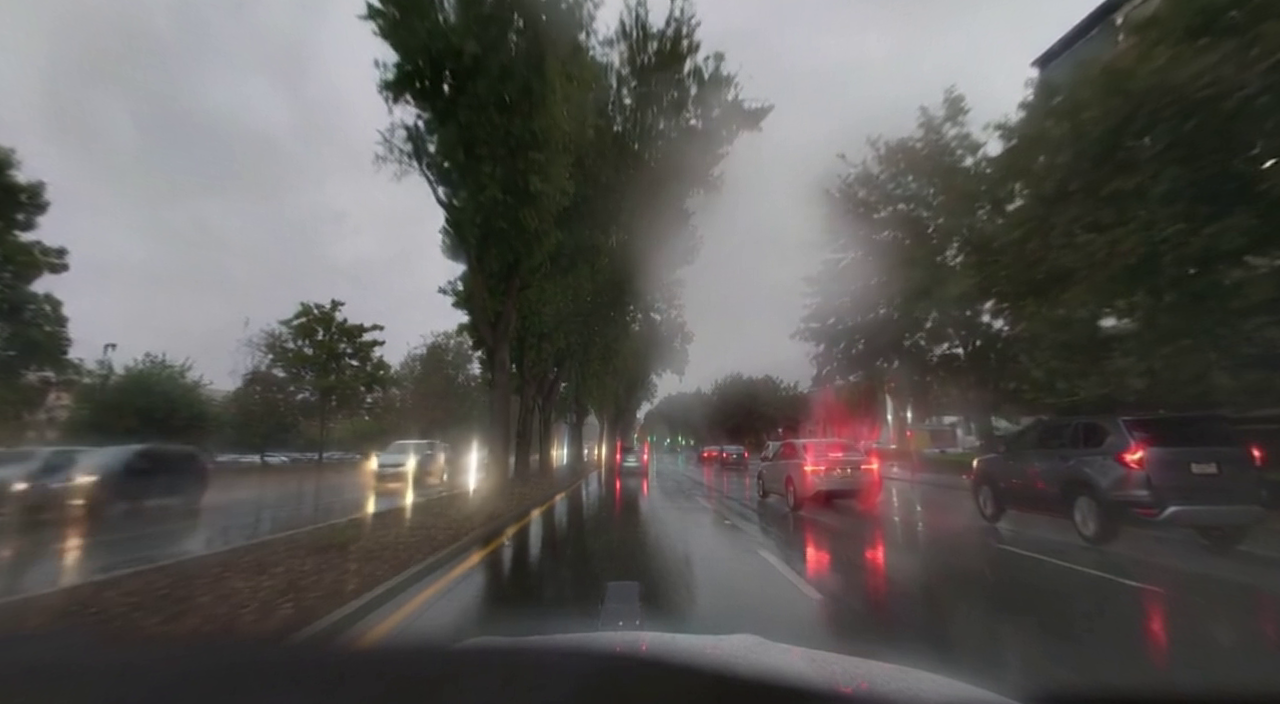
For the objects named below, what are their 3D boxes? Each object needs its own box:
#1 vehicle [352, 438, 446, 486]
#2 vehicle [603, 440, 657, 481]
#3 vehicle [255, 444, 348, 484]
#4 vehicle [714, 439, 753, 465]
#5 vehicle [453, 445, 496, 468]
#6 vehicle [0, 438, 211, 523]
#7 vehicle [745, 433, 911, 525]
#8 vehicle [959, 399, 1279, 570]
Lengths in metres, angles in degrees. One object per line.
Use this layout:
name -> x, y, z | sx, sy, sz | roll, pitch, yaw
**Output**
vehicle -> -9.438, 4.336, 25.183 | 1.950, 1.717, 4.299 | -1, -9, 1
vehicle -> -0.400, 4.280, 25.106 | 1.994, 1.479, 3.647 | 0, -9, -1
vehicle -> -16.947, 5.588, 31.972 | 1.983, 1.828, 4.833 | -1, -9, 1
vehicle -> 6.937, 7.483, 47.297 | 2.068, 1.779, 4.567 | 0, -9, -2
vehicle -> -12.517, 7.912, 48.075 | 1.973, 1.674, 4.492 | -1, -9, 1
vehicle -> -13.179, 3.041, 15.516 | 2.029, 1.737, 4.471 | -1, -9, 1
vehicle -> 3.416, 2.391, 12.438 | 1.858, 1.466, 4.230 | 0, -9, -2
vehicle -> 6.913, 1.761, 9.123 | 2.134, 1.810, 4.590 | 0, -9, -1
